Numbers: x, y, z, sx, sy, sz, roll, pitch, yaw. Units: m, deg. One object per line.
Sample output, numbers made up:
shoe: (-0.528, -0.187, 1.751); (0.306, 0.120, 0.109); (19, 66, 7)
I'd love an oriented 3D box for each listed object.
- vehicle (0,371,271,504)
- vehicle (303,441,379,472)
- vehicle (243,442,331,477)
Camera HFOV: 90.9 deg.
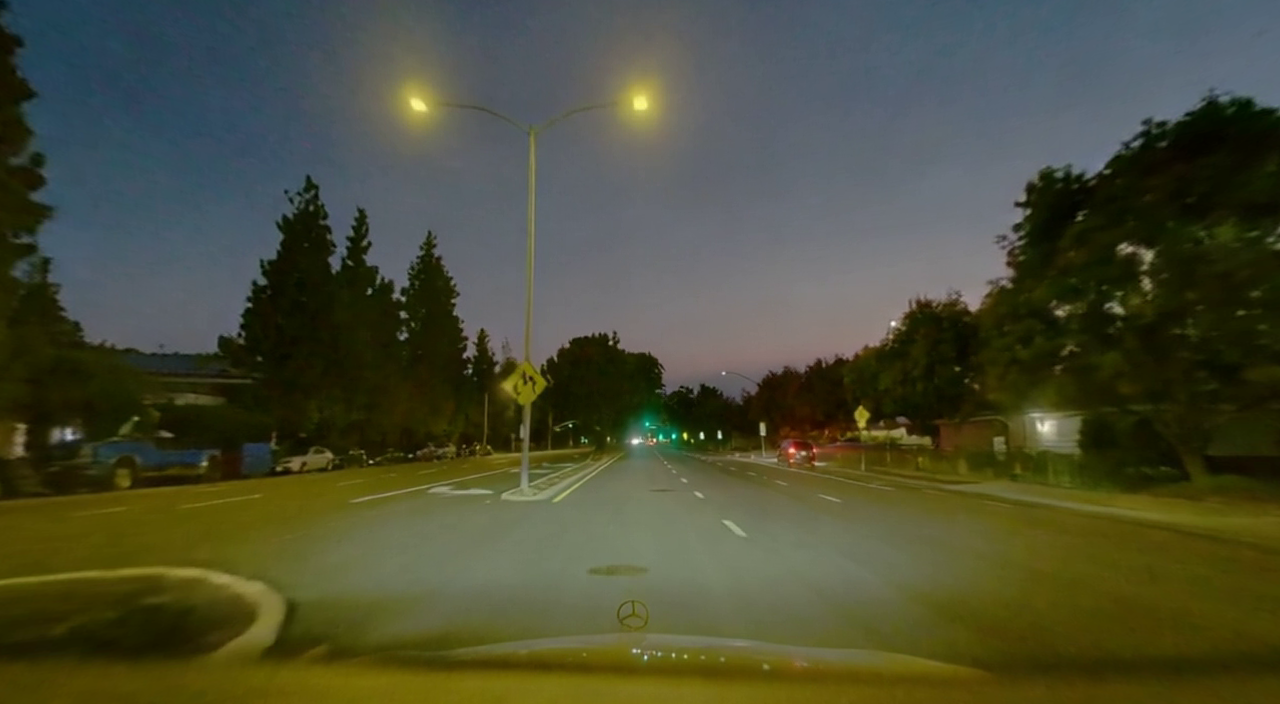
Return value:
vehicle: (-17.772, 3.197, 23.431); (3.028, 3.724, 9.001); (-5, -8, -2)
vehicle: (-17.849, 6.239, 37.907); (2.200, 1.730, 4.886); (0, -8, -1)
vehicle: (-18.004, 5.484, 32.451); (1.892, 1.681, 4.596); (0, -8, 0)
